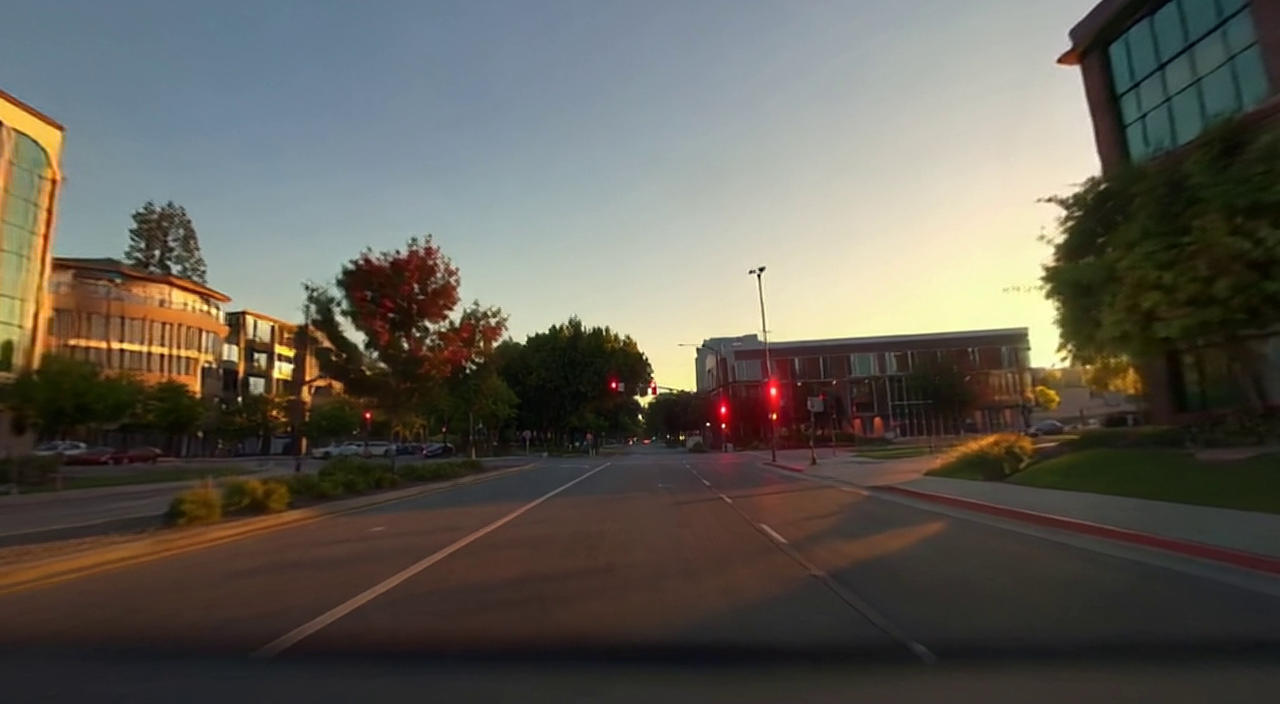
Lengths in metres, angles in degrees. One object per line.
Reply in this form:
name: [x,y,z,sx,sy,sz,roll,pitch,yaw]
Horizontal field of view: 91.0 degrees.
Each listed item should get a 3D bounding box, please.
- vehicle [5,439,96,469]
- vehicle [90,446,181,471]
vehicle: [-37.297,6.417,39.975,1.873,1.657,4.087,-3,-7,-1]
vehicle: [-31.975,6.735,40.077,1.852,1.485,4.683,0,-9,1]
